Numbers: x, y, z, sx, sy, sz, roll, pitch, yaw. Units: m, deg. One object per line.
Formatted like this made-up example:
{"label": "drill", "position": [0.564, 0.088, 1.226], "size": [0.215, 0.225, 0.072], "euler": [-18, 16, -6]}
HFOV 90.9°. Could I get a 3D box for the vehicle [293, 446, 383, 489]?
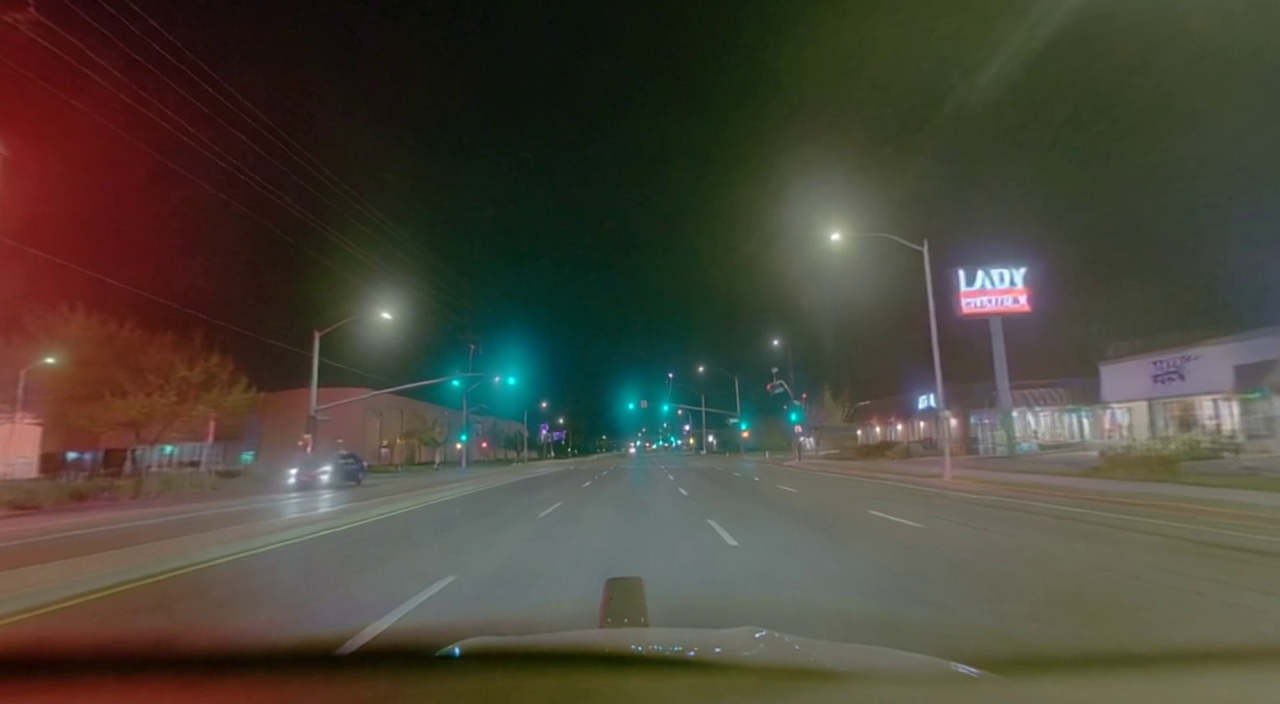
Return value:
{"label": "vehicle", "position": [-14.719, 5.624, 31.119], "size": [2.208, 1.924, 5.018], "euler": [0, -9, -4]}
